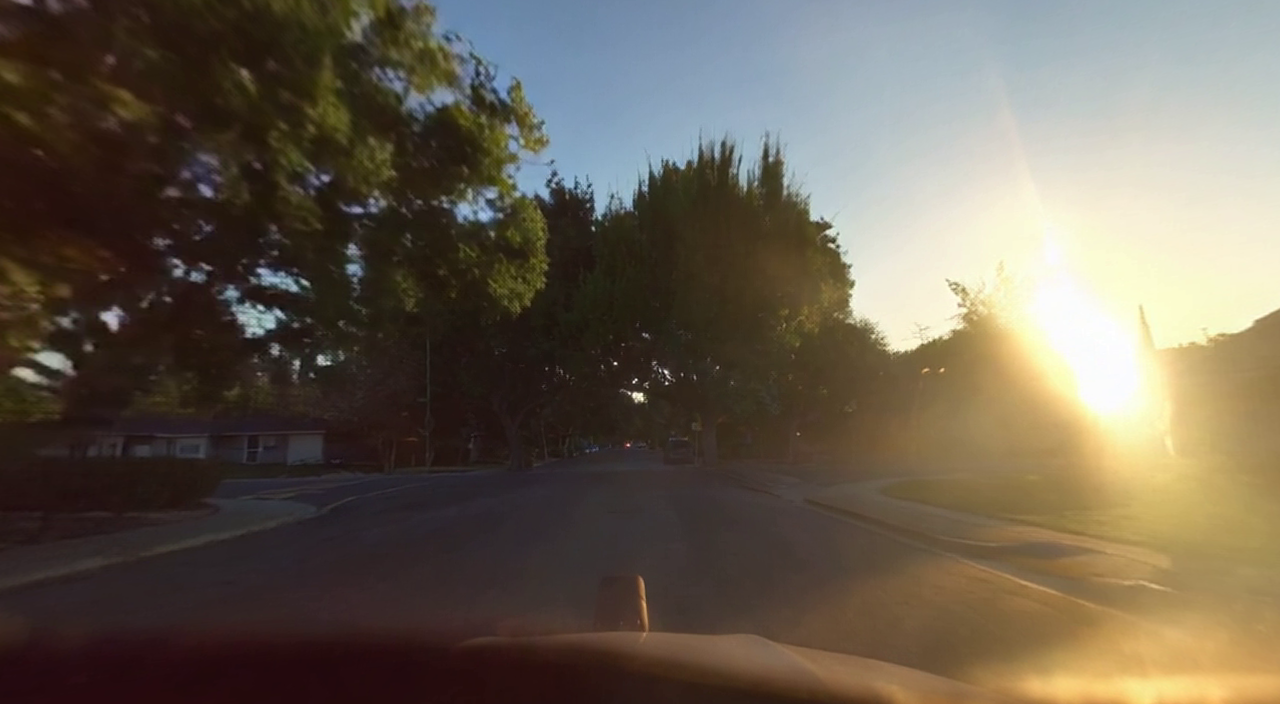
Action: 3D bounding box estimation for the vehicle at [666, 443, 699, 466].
[{"bbox_3d":[2.945,7.245,44.807,1.881,1.487,4.183,0,-8,-3],"label":"vehicle"}]
